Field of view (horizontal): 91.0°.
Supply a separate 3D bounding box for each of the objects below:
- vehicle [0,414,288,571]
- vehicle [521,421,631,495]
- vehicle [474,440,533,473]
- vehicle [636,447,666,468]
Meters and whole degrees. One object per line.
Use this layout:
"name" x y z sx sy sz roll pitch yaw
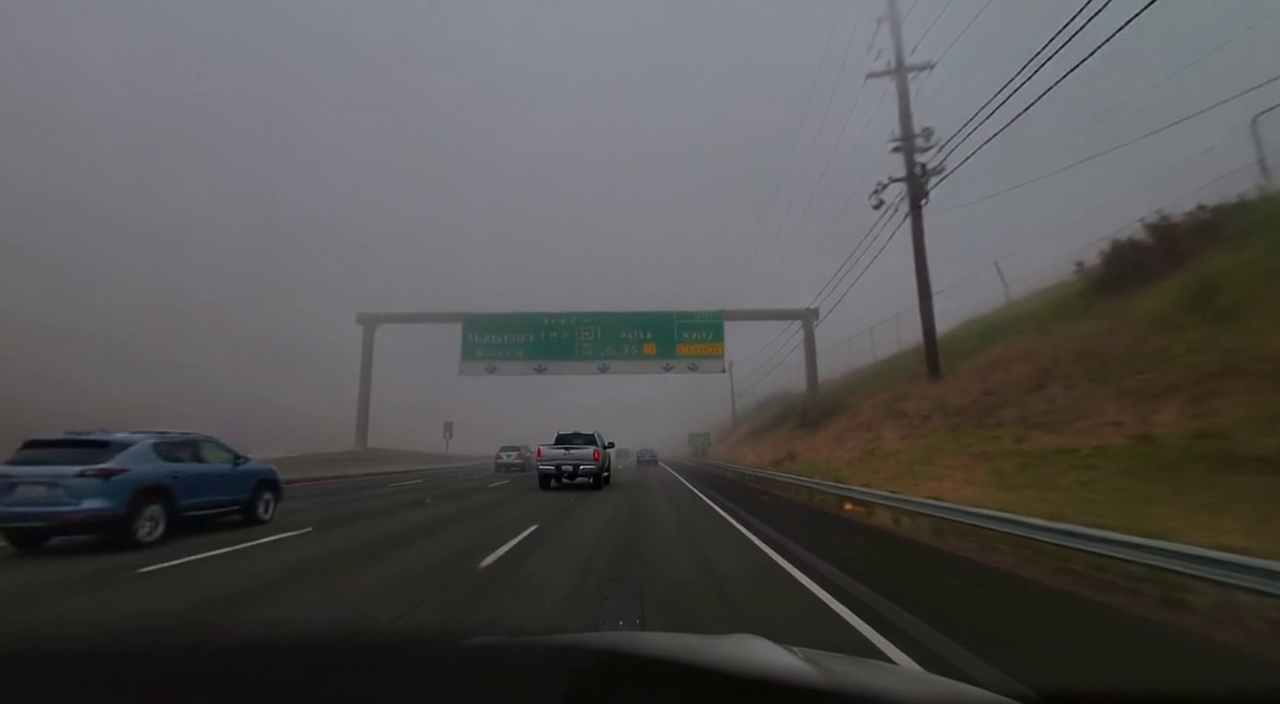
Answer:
"vehicle" -7.301 1.800 8.869 2.055 1.618 4.457 0 -9 1
"vehicle" -1.858 3.496 21.086 2.972 2.087 6.126 0 -9 1
"vehicle" -7.408 5.738 34.796 2.143 1.688 4.776 0 -9 1
"vehicle" 0.762 7.702 46.184 2.025 1.485 4.310 0 -9 -1
